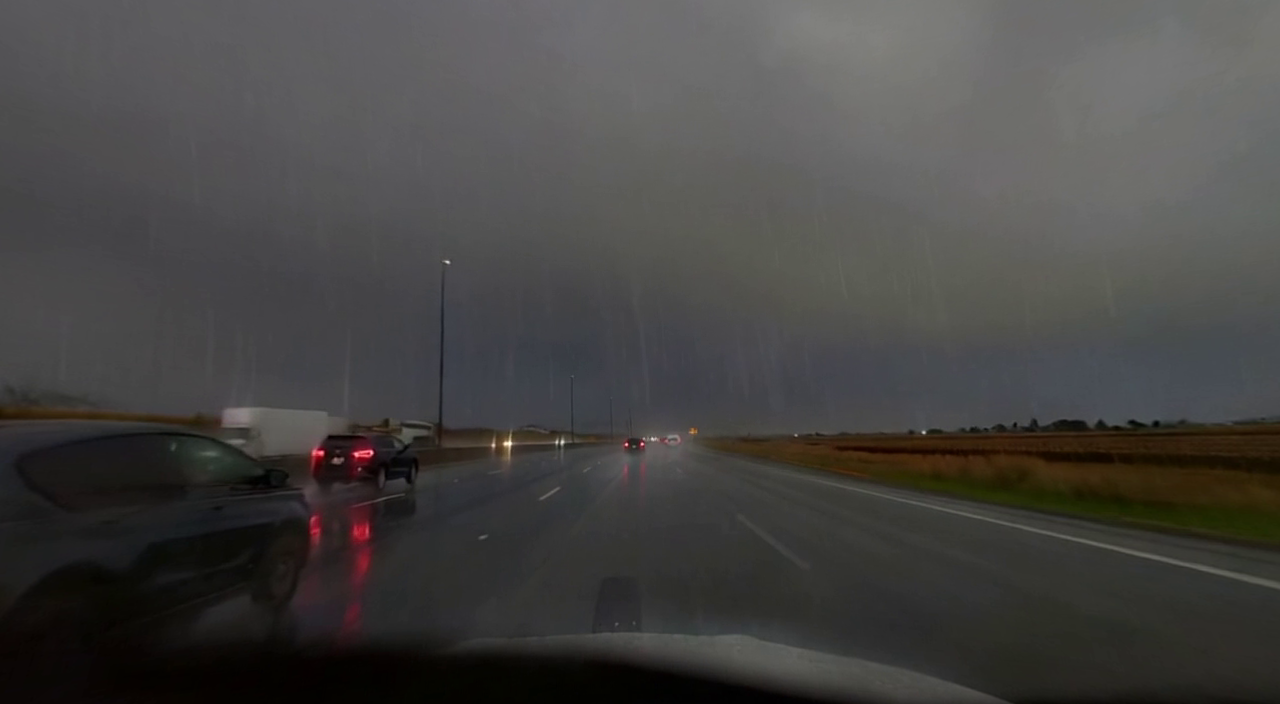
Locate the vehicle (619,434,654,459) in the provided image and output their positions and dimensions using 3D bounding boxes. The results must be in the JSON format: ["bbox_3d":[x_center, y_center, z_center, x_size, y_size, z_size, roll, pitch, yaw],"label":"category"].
[{"bbox_3d":[-0.230,5.945,39.751,2.140,1.475,3.969,0,-8,0],"label":"vehicle"}]

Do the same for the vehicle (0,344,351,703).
[{"bbox_3d":[-3.839,0.971,3.824,2.070,1.703,4.452,0,-8,0],"label":"vehicle"}]
